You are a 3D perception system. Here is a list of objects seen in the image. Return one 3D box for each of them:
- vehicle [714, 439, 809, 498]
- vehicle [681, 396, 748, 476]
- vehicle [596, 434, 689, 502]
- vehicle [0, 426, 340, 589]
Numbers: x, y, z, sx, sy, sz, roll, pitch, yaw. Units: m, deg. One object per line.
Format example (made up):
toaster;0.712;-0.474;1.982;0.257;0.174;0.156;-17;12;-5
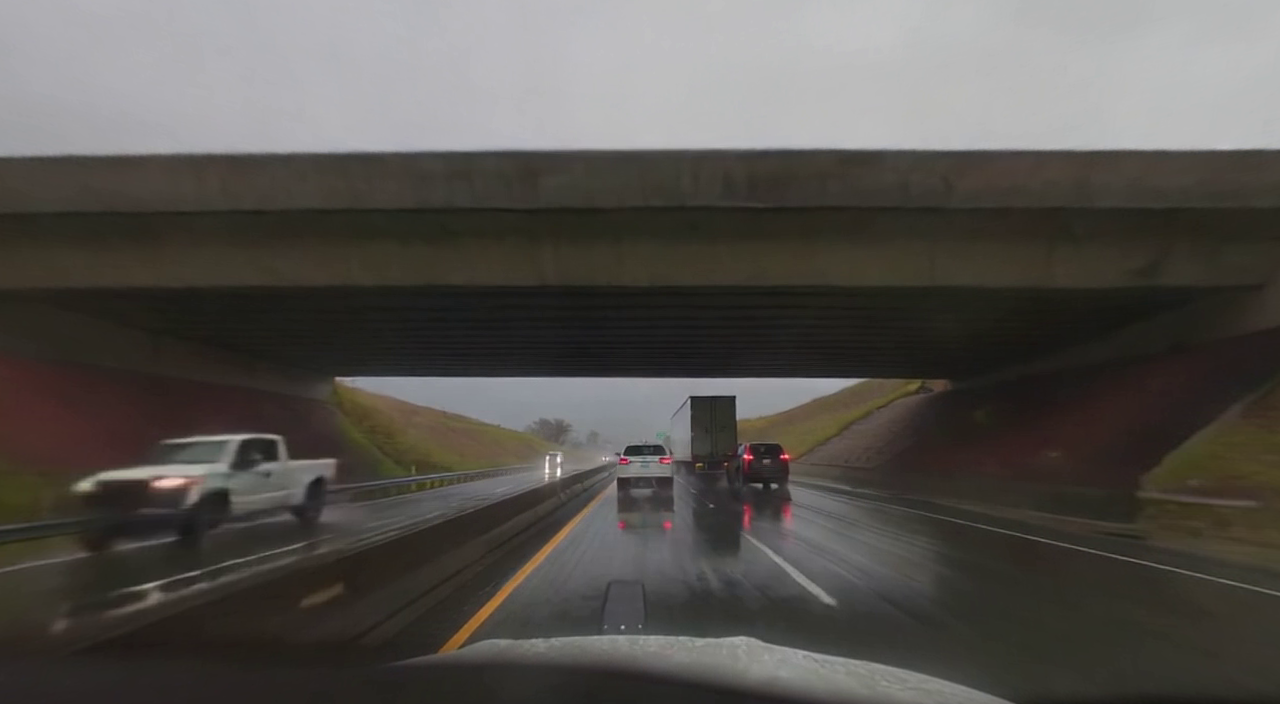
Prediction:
vehicle;3.423;3.371;18.514;1.972;1.505;3.946;-1;-9;0
vehicle;3.941;4.724;35.085;2.948;3.974;6.480;-1;-9;1
vehicle;0.100;3.158;17.502;2.256;1.615;4.114;-1;-9;1
vehicle;-6.550;2.098;9.253;2.233;1.685;4.222;-4;-9;0
